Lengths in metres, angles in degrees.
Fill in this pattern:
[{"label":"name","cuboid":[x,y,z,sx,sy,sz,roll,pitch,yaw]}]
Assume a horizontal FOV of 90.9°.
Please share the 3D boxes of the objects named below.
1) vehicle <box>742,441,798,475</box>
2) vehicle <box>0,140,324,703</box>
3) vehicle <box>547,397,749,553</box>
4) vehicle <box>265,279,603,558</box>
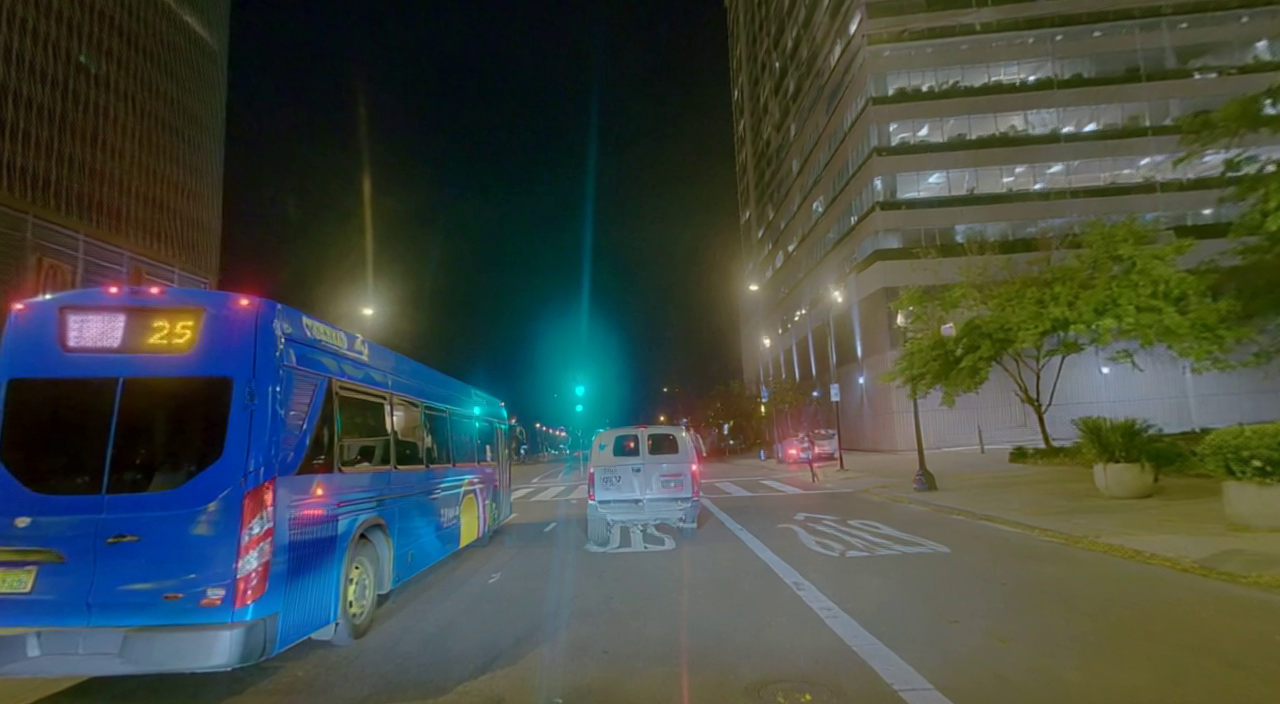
[{"label":"vehicle","cuboid":[6.183,5.094,30.453,1.919,1.529,4.059,0,-9,1]},{"label":"vehicle","cuboid":[-2.763,0.328,0.229,2.329,2.089,5.659,0,-9,0]},{"label":"vehicle","cuboid":[0.121,1.856,10.057,2.500,1.912,4.270,0,-9,1]},{"label":"vehicle","cuboid":[-2.903,1.792,14.576,3.042,3.445,13.615,0,-9,1]}]
